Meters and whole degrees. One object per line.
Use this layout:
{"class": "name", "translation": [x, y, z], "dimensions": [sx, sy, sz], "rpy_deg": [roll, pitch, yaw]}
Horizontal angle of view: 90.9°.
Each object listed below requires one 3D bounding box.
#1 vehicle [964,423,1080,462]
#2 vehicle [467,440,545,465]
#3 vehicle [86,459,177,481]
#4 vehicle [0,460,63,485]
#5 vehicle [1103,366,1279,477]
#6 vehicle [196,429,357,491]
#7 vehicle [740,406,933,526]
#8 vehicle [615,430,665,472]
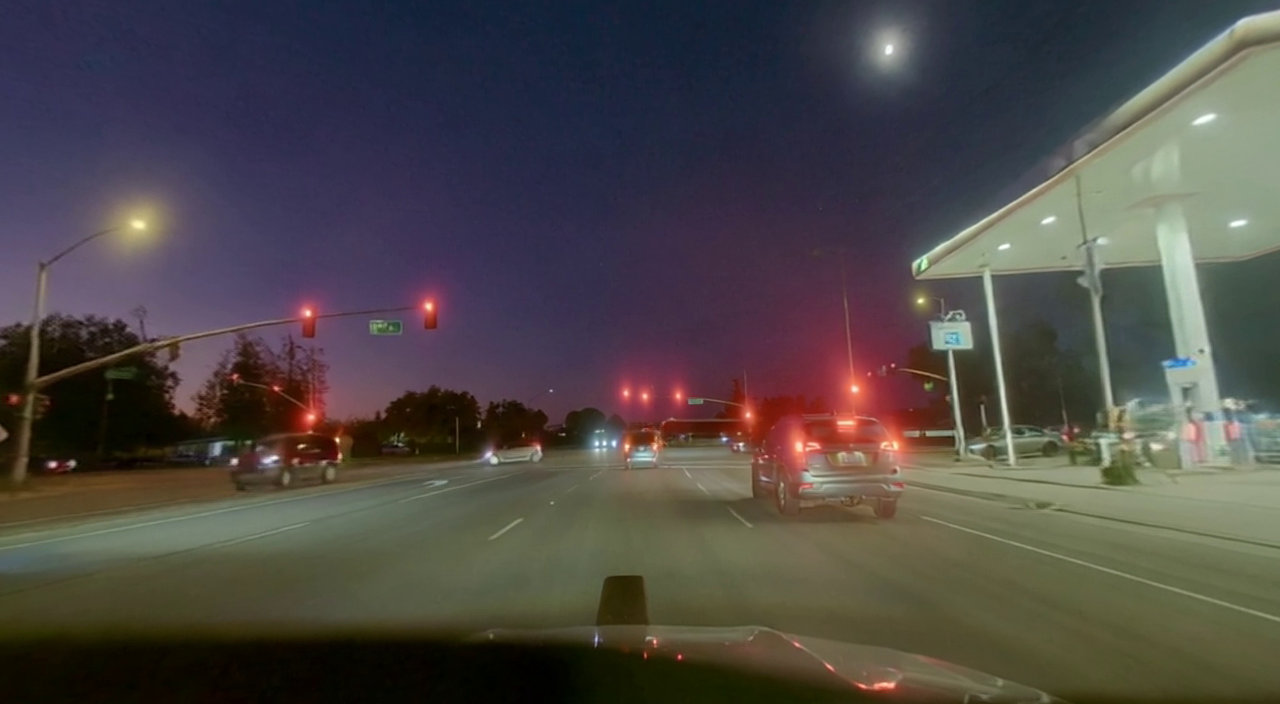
{"class": "vehicle", "translation": [16.853, 4.016, 27.941], "dimensions": [3.848, 1.674, 1.887], "rpy_deg": [0, -9, 2]}
{"class": "vehicle", "translation": [-8.559, 6.459, 40.616], "dimensions": [1.835, 1.485, 4.788], "rpy_deg": [-7, -11, 41]}
{"class": "vehicle", "translation": [-35.804, 8.310, 44.446], "dimensions": [4.753, 1.478, 1.846], "rpy_deg": [0, -8, 0]}
{"class": "vehicle", "translation": [-44.228, 8.558, 44.699], "dimensions": [4.574, 1.666, 1.865], "rpy_deg": [0, -8, -3]}
{"class": "vehicle", "translation": [16.096, 1.869, 16.590], "dimensions": [5.790, 2.675, 2.554], "rpy_deg": [1, -9, -4]}
{"class": "vehicle", "translation": [-13.063, 3.930, 23.230], "dimensions": [2.191, 1.984, 5.431], "rpy_deg": [-1, -9, 7]}
{"class": "vehicle", "translation": [3.287, 2.026, 11.663], "dimensions": [2.083, 1.779, 4.347], "rpy_deg": [0, -8, -1]}
{"class": "vehicle", "translation": [0.046, 4.409, 28.115], "dimensions": [2.067, 1.702, 3.987], "rpy_deg": [0, -8, 1]}
